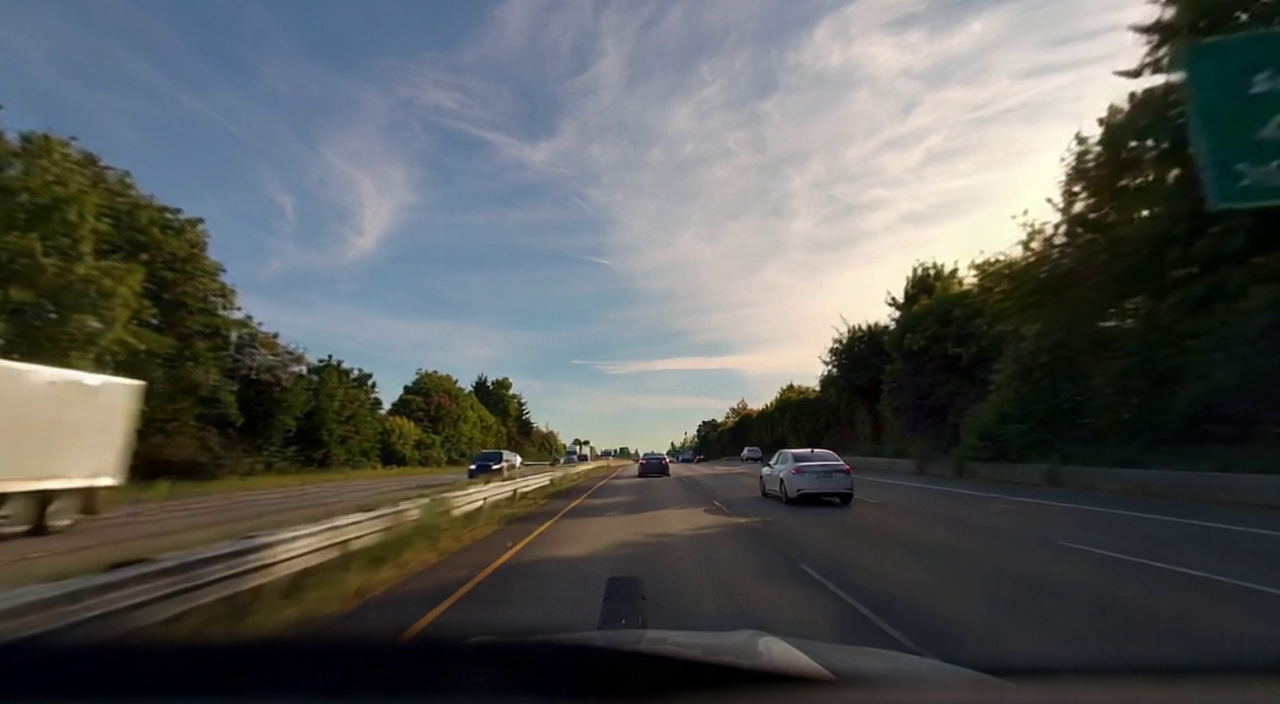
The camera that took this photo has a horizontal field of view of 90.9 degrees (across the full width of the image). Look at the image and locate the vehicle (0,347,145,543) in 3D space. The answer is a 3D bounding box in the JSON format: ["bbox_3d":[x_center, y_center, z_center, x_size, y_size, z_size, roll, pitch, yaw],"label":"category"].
[{"bbox_3d":[-15.405,1.409,9.816,3.577,4.095,14.490,0,-9,0],"label":"vehicle"}]

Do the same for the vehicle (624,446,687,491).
[{"bbox_3d":[0.542,4.374,23.950,2.177,1.520,4.278,0,-9,0],"label":"vehicle"}]

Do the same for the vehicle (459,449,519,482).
[{"bbox_3d":[-7.815,5.927,33.109,2.057,1.602,4.313,0,-9,0],"label":"vehicle"}]

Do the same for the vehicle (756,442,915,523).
[{"bbox_3d":[4.001,2.742,13.769,2.029,1.475,4.279,0,-9,-1],"label":"vehicle"}]
